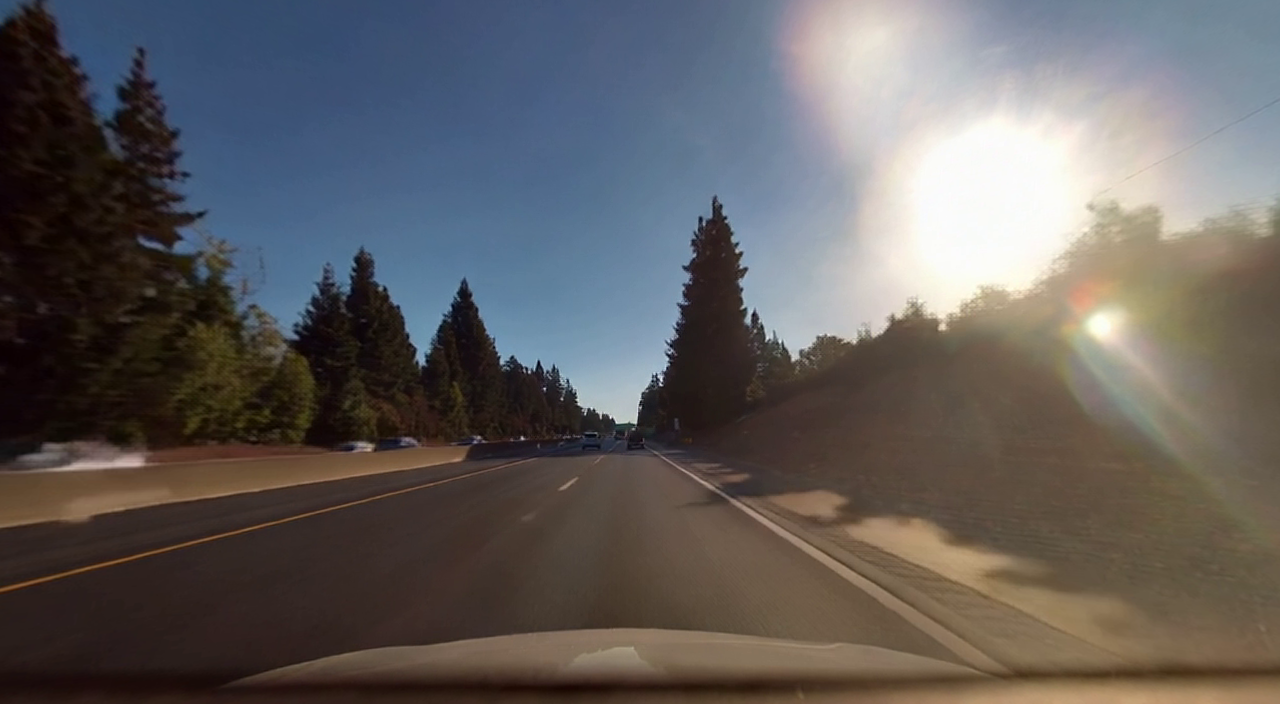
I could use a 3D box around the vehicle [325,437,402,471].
[{"bbox_3d":[-12.706,4.662,29.178,1.810,1.435,3.941,0,-8,-1],"label":"vehicle"}]
